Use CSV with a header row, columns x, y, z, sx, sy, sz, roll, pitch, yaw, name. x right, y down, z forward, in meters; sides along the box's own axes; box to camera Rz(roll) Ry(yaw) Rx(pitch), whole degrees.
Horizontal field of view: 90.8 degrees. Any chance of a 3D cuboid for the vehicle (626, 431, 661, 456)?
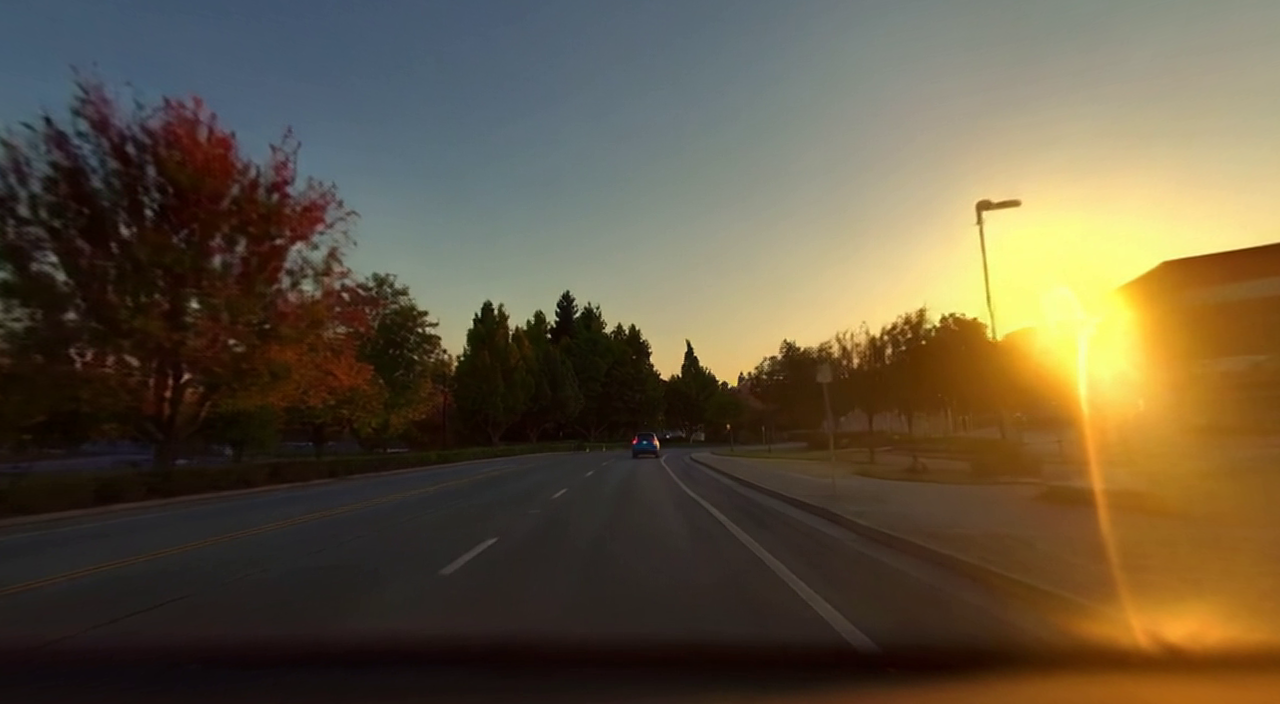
x,y,z,sx,sy,sz,roll,pitch,yaw,name
0.325,6.862,47.299,2.370,1.781,4.440,-1,-9,4,vehicle
